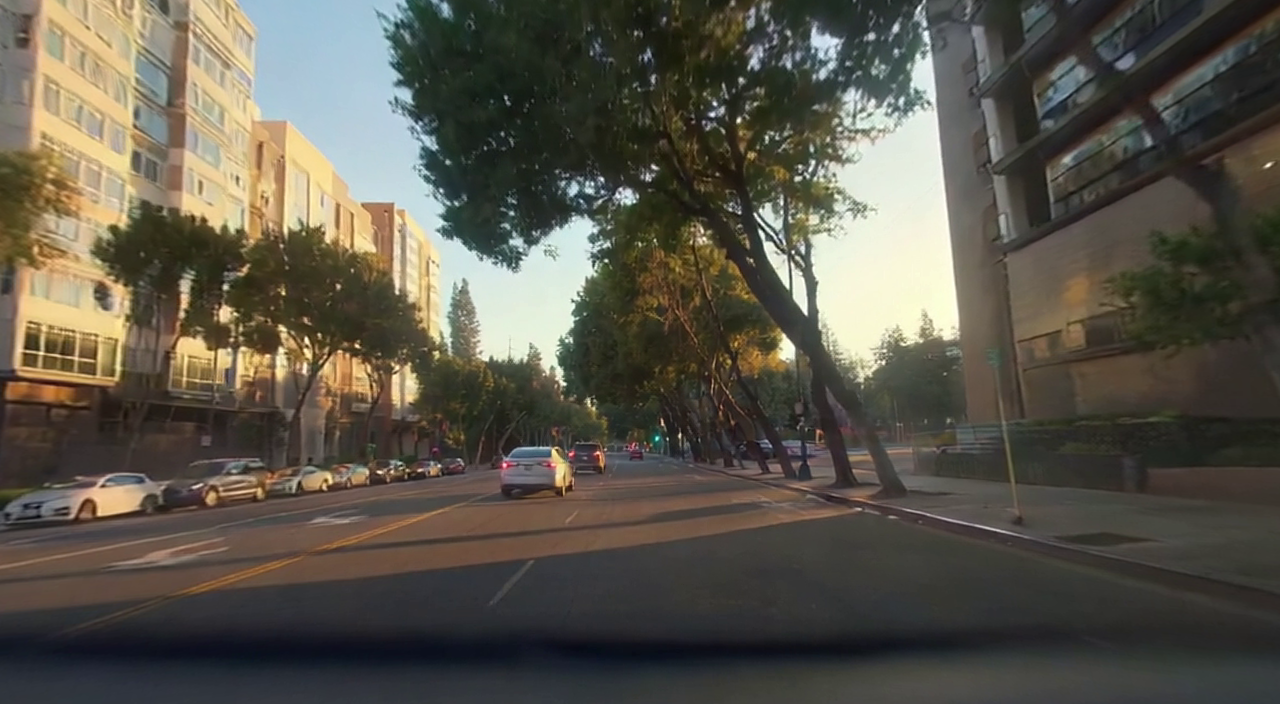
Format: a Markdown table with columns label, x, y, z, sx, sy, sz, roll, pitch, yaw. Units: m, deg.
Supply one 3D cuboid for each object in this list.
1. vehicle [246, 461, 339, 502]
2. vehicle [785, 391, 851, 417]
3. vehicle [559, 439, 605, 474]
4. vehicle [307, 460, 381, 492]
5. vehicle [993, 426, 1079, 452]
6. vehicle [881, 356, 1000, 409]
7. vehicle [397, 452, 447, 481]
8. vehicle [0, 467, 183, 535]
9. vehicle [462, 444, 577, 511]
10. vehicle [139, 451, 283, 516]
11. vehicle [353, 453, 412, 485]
| label | x | y | z | sx | sy | sz | roll | pitch | yaw |
| --- | --- | --- | --- | --- | --- | --- | --- | --- | --- |
| vehicle | -15.672 | 5.831 | 28.787 | 1.942 | 1.431 | 4.553 | -5 | -9 | -3 |
| vehicle | 11.821 | 3.503 | 42.075 | 3.827 | 1.556 | 1.730 | -1 | -9 | 0 |
| vehicle | -3.254 | 5.954 | 36.307 | 2.190 | 1.840 | 4.720 | 0 | -8 | 0 |
| vehicle | -15.848 | 6.619 | 34.119 | 1.871 | 1.485 | 4.573 | 0 | -8 | -1 |
| vehicle | 25.521 | 5.624 | 40.780 | 4.215 | 1.545 | 1.897 | 0 | -8 | 0 |
| vehicle | 12.514 | 1.319 | 26.508 | 3.932 | 1.743 | 1.695 | -5 | -8 | 3 |
| vehicle | -16.171 | 8.465 | 47.037 | 2.079 | 1.847 | 4.592 | -5 | -9 | -1 |
| vehicle | -15.687 | 4.171 | 18.121 | 1.775 | 1.461 | 4.433 | -3 | -9 | 2 |
| vehicle | -2.866 | 3.074 | 16.032 | 2.051 | 1.454 | 4.132 | 0 | -8 | 1 |
| vehicle | -15.601 | 4.747 | 23.399 | 2.129 | 1.967 | 4.907 | -4 | -9 | -3 |
| vehicle | -16.108 | 7.328 | 39.787 | 1.897 | 1.805 | 4.538 | 0 | -8 | -2 |
